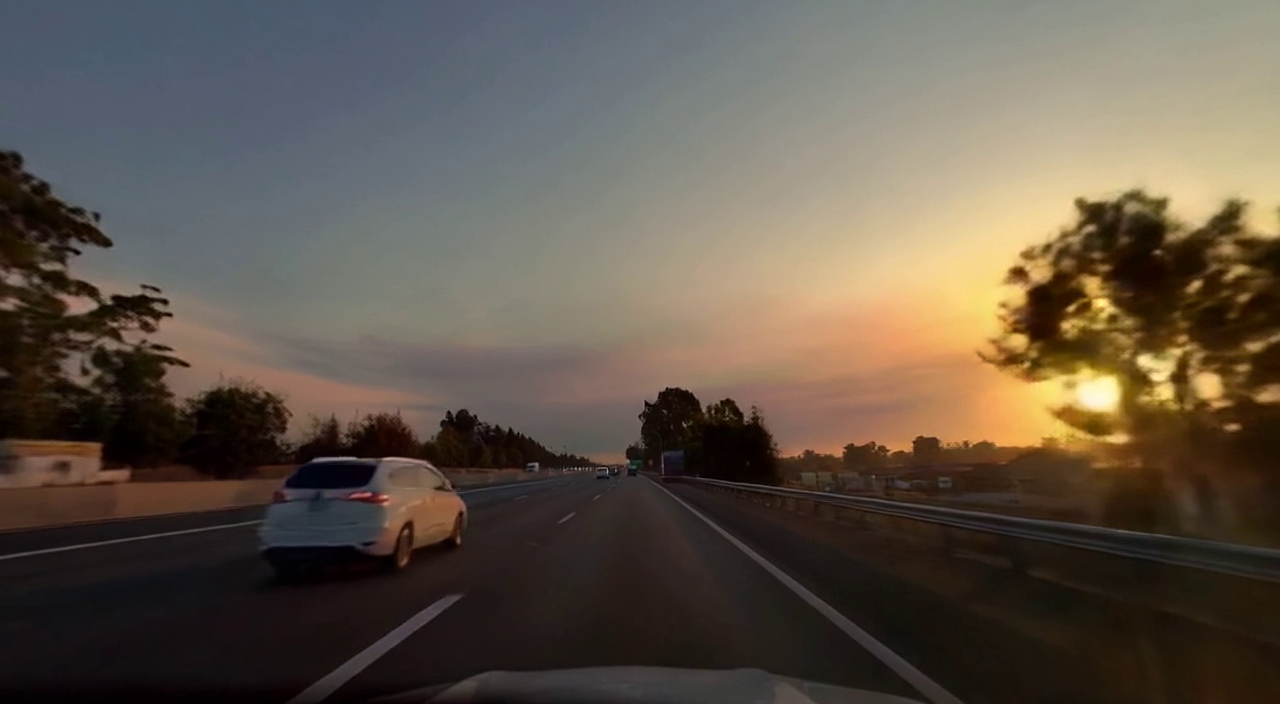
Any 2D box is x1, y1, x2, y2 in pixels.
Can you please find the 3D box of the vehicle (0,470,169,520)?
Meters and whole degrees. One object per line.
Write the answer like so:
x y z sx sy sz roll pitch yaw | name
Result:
-18.955 4.843 21.729 1.802 1.457 4.631 1 -10 0 | vehicle

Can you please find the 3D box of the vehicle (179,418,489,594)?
-3.862 2.093 9.239 2.036 1.835 4.888 1 -10 0 | vehicle
